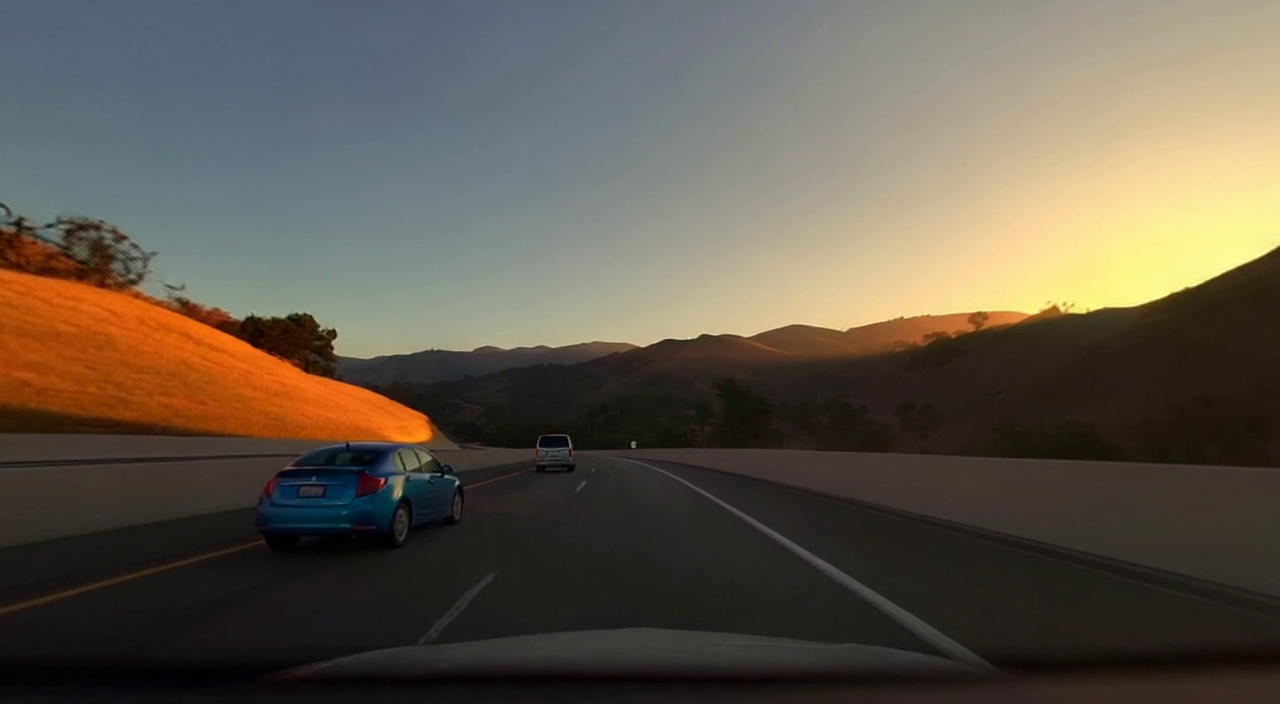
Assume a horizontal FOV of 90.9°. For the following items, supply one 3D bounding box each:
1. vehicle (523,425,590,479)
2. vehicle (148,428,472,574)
[{"bbox_3d":[-3.707,4.583,29.103,2.444,2.204,5.568,0,-9,-1],"label":"vehicle"},{"bbox_3d":[-4.073,1.908,8.945,2.097,1.511,4.585,0,-9,0],"label":"vehicle"}]
